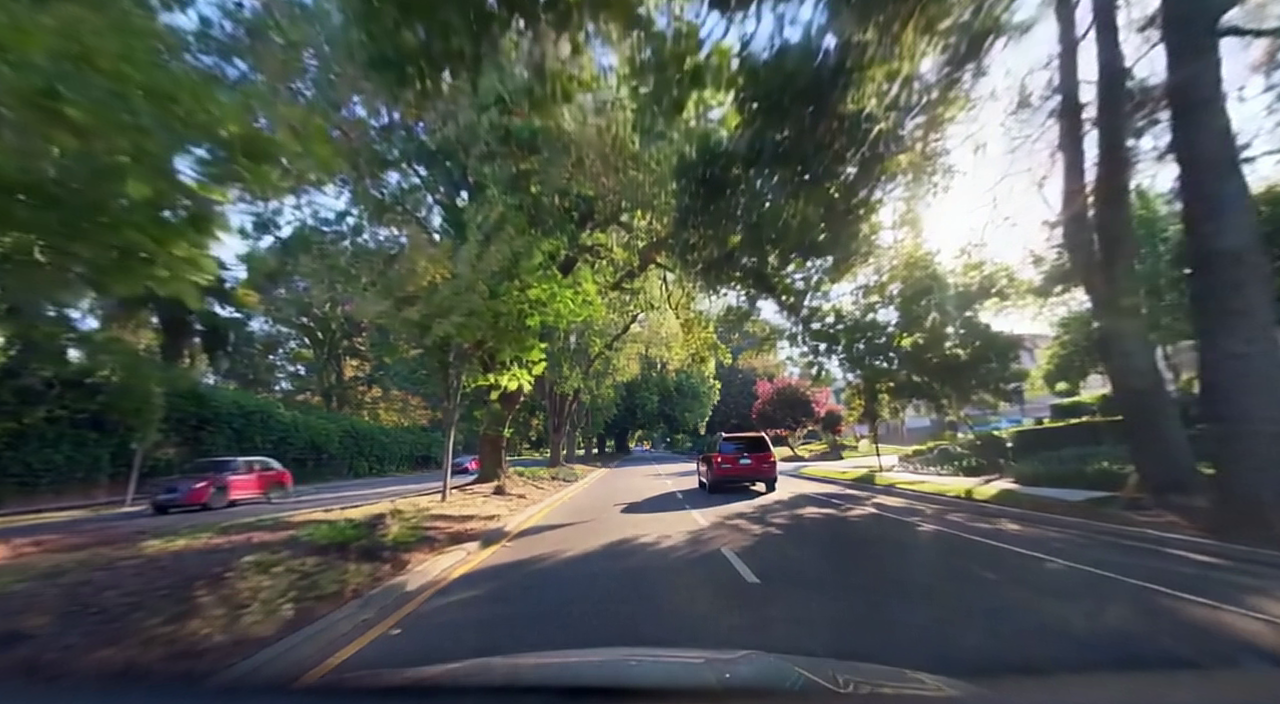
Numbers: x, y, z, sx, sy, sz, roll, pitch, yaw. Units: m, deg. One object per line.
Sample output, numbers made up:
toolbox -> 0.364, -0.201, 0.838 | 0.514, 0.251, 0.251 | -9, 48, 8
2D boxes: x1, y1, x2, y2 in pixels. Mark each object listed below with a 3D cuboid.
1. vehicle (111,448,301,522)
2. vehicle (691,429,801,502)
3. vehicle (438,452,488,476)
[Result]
vehicle -> -11.545, 3.504, 17.295 | 2.003, 1.733, 4.392 | 0, -9, 1
vehicle -> 2.709, 3.036, 17.298 | 2.164, 1.725, 4.285 | 0, -9, -1
vehicle -> -11.704, 7.441, 42.163 | 1.968, 1.476, 4.631 | 0, -9, 1
